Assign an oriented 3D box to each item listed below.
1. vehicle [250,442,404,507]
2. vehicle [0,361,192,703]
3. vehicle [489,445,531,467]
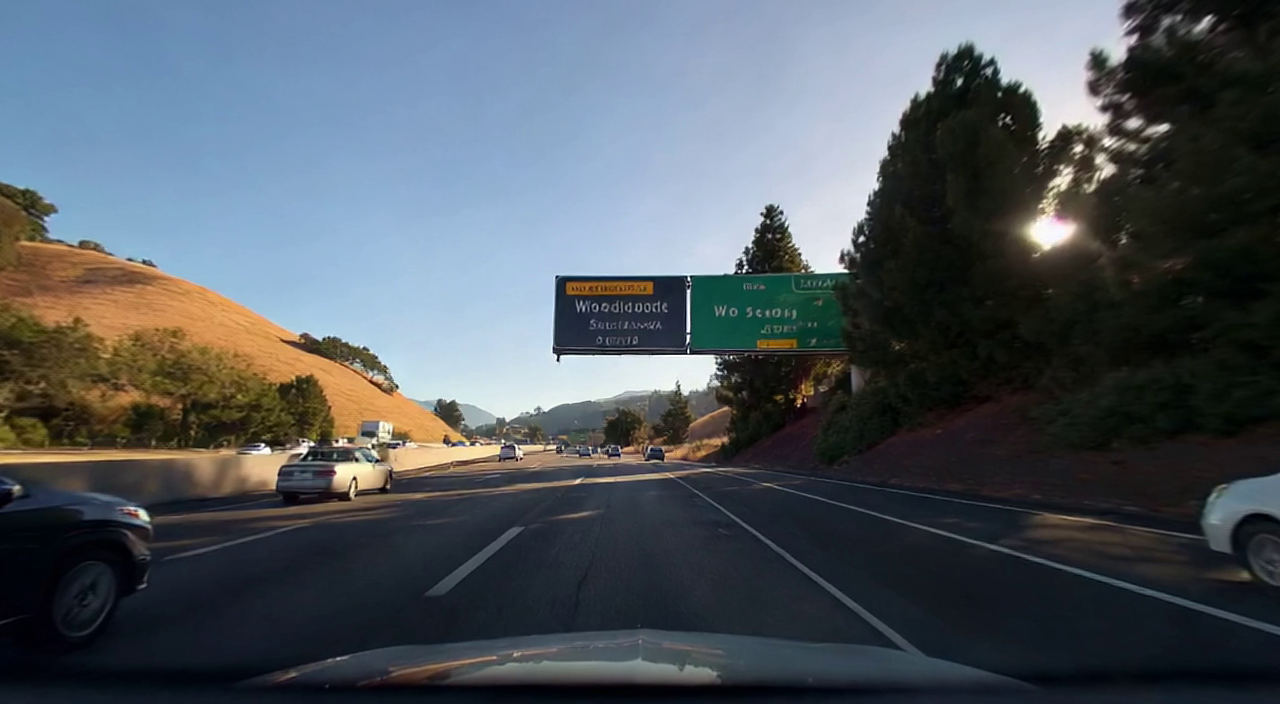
[{"bbox_3d":[-8.162,3.199,17.036,1.975,1.520,4.390,0,-8,-1],"label":"vehicle"},{"bbox_3d":[-4.049,0.728,1.767,2.166,1.700,4.661,0,-8,0],"label":"vehicle"},{"bbox_3d":[-8.867,7.092,43.353,2.020,1.447,4.322,0,-8,-1],"label":"vehicle"}]
